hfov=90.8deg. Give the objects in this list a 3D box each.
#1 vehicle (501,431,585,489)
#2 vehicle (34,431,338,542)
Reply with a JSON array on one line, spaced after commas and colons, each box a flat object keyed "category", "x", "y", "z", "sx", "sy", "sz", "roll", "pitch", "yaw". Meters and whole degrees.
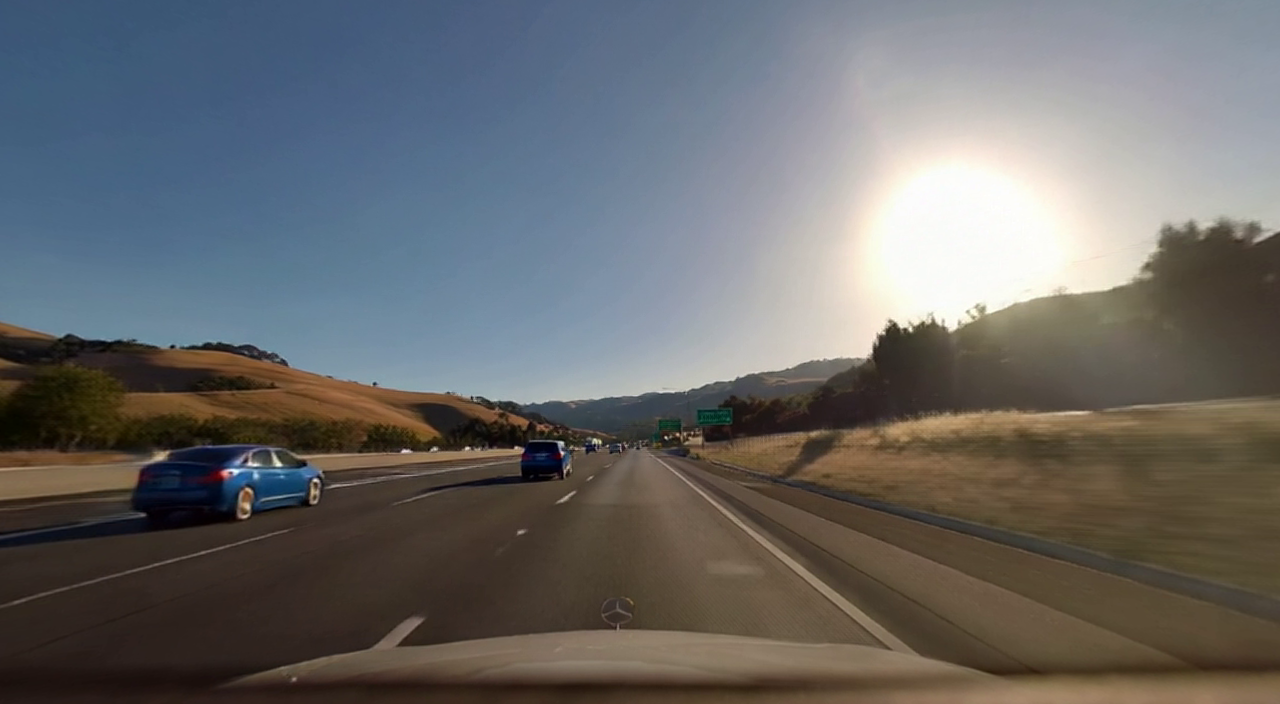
[{"category": "vehicle", "x": -3.153, "y": 3.623, "z": 21.511, "sx": 2.029, "sy": 1.753, "sz": 4.718, "roll": 0, "pitch": -8, "yaw": 1}, {"category": "vehicle", "x": -7.352, "y": 2.194, "z": 11.021, "sx": 1.930, "sy": 1.508, "sz": 4.567, "roll": 0, "pitch": -8, "yaw": 0}]
